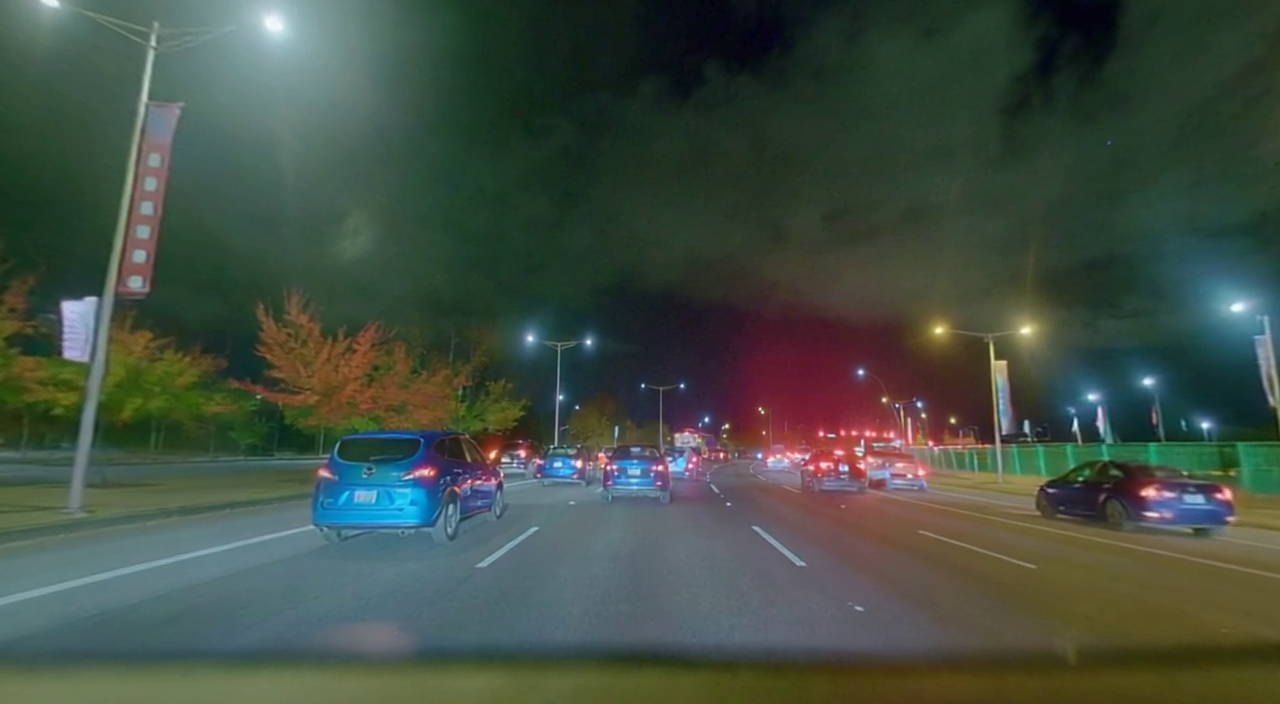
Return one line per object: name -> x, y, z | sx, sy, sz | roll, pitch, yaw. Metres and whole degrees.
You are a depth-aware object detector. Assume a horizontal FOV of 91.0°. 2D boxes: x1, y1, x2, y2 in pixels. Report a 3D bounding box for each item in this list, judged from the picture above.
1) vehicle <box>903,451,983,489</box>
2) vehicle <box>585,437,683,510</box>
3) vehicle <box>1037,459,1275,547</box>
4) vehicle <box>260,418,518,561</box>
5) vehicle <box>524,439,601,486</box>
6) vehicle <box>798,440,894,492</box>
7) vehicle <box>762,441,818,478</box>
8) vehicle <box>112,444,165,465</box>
vehicle -> 15.292, 5.927, 32.121 | 2.087, 1.745, 4.673 | 0, -9, 5
vehicle -> -0.032, 2.919, 15.591 | 2.090, 1.506, 4.276 | 0, -9, 3
vehicle -> 10.464, 3.028, 13.227 | 1.749, 1.481, 3.808 | 1, -9, 1
vehicle -> -3.345, 1.925, 9.521 | 1.988, 1.635, 4.260 | 0, -9, 2
vehicle -> -2.781, 4.138, 23.867 | 1.974, 1.549, 4.603 | 0, -9, 5
vehicle -> 6.807, 3.803, 21.327 | 1.944, 1.544, 4.301 | 0, -9, 2
vehicle -> 7.742, 5.564, 32.928 | 2.017, 1.746, 4.727 | 0, -9, 3
vehicle -> -39.690, 8.089, 49.811 | 3.667, 1.465, 1.735 | -4, -5, 25
